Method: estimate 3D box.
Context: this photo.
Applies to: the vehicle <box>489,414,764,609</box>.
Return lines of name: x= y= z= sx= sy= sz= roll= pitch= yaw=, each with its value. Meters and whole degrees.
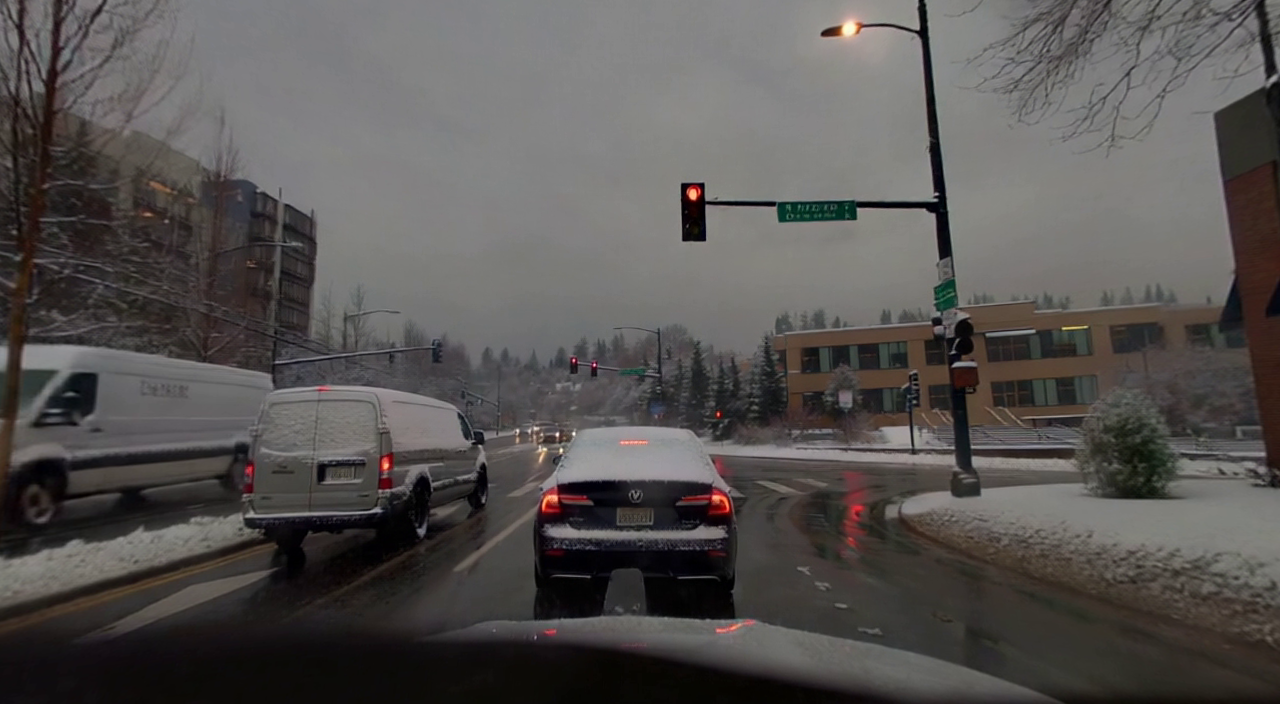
vehicle: x=-0.111 y=1.465 z=6.767 sx=2.064 sy=1.452 sz=3.942 roll=0 pitch=-8 yaw=0

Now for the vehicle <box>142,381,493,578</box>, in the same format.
vehicle: x=-3.582 y=1.513 z=8.434 sx=2.076 sy=1.820 sz=5.100 roll=0 pitch=-8 yaw=-1

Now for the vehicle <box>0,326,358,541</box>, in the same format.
vehicle: x=-10.765 y=1.871 z=14.950 sx=2.973 sy=3.009 sz=12.605 roll=-2 pitch=-6 yaw=-3
